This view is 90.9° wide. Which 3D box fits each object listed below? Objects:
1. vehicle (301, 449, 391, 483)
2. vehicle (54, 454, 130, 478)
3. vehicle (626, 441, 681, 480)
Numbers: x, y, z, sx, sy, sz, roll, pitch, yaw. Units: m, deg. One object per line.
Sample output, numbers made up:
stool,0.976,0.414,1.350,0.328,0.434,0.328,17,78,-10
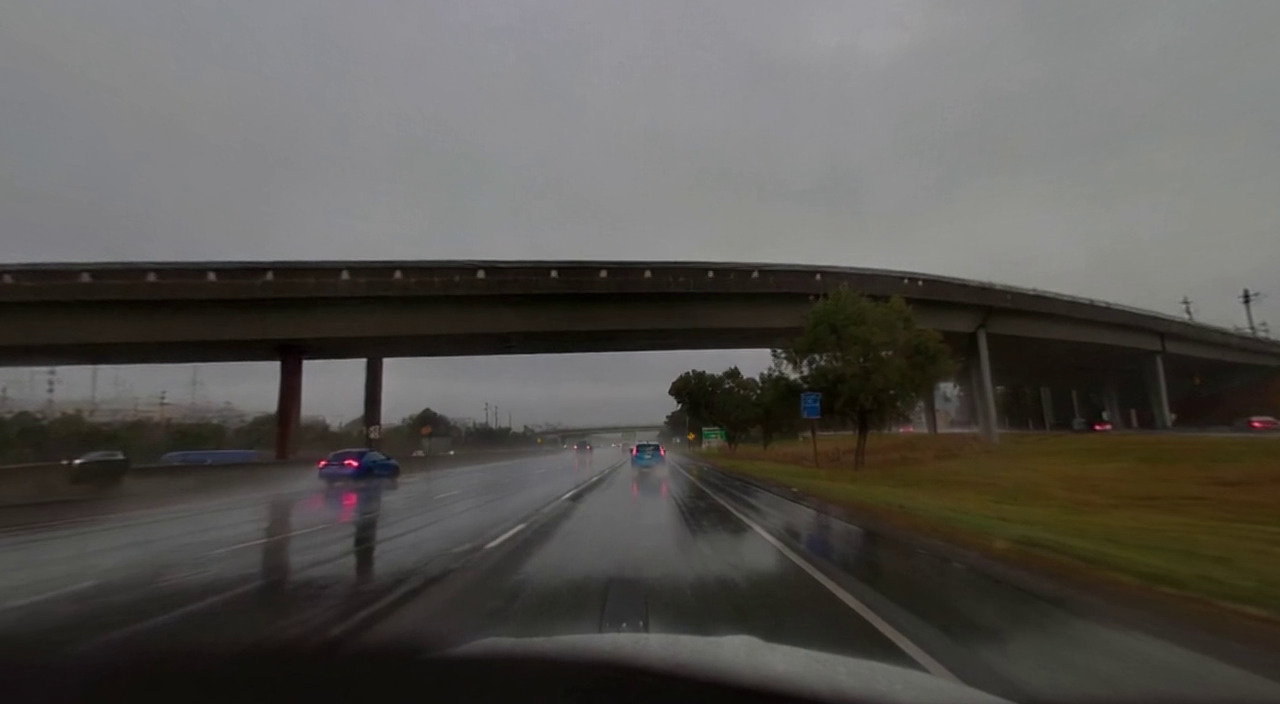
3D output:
vehicle,-14.216,5.500,30.830,1.960,1.505,4.854,-1,-9,1
vehicle,-35.646,7.406,41.133,1.621,1.437,3.645,-1,-9,1
vehicle,0.524,4.621,27.038,2.145,1.493,4.146,0,-9,0
